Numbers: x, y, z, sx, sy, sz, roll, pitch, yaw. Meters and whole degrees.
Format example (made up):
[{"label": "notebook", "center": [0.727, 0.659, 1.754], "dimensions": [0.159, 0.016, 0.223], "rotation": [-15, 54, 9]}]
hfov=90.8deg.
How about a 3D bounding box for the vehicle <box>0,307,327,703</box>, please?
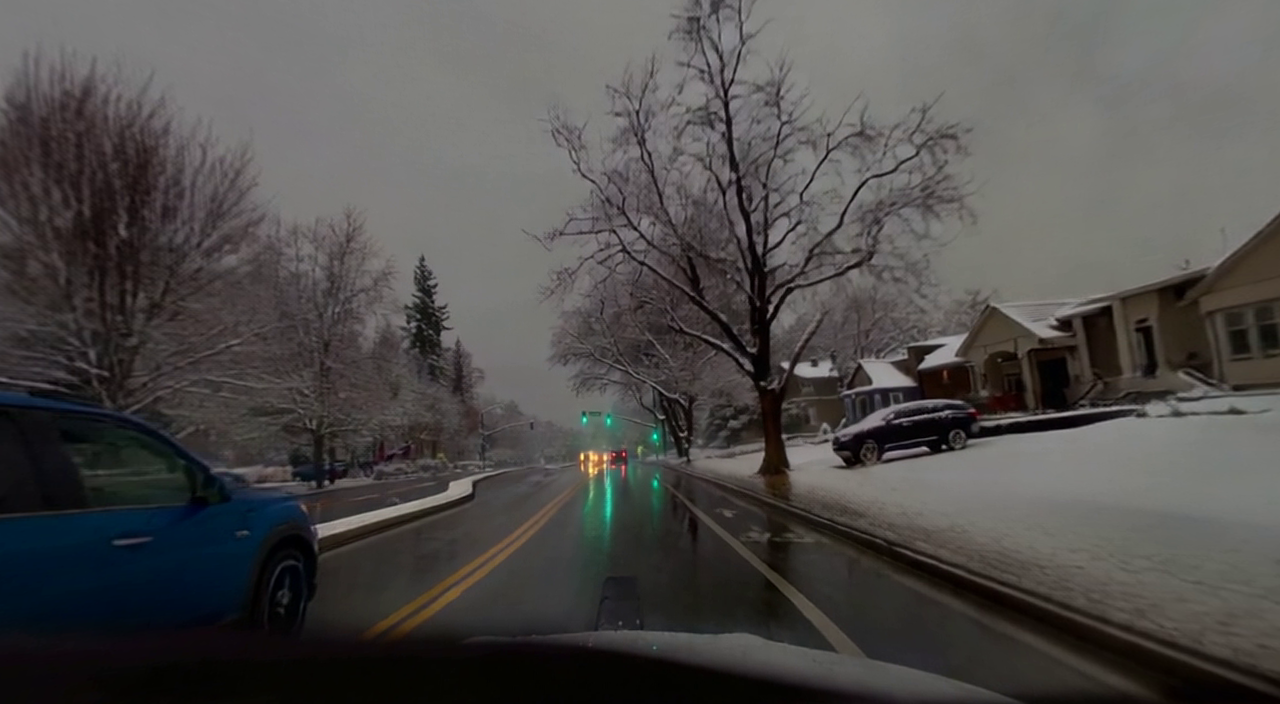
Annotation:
[{"label": "vehicle", "center": [-3.754, 0.759, 2.247], "dimensions": [2.276, 1.960, 5.561], "rotation": [0, -8, 2]}]
